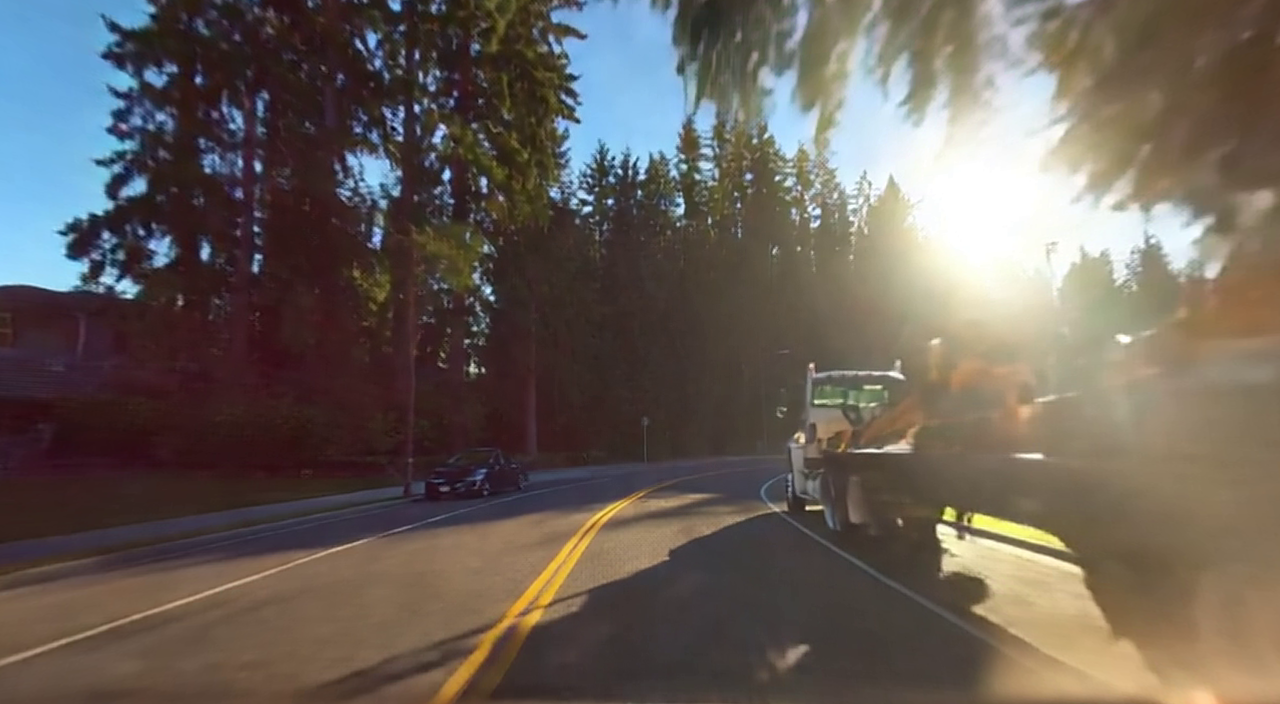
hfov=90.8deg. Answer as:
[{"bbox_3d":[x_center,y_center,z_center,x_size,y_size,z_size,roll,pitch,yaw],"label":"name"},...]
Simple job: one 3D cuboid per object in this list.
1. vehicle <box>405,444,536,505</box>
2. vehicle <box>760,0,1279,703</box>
[{"bbox_3d":[-4.606,3.368,17.922,1.930,1.487,4.213,-2,-8,10],"label":"vehicle"},{"bbox_3d":[3.880,0.778,6.572,2.834,3.143,12.517,0,-10,0],"label":"vehicle"}]
